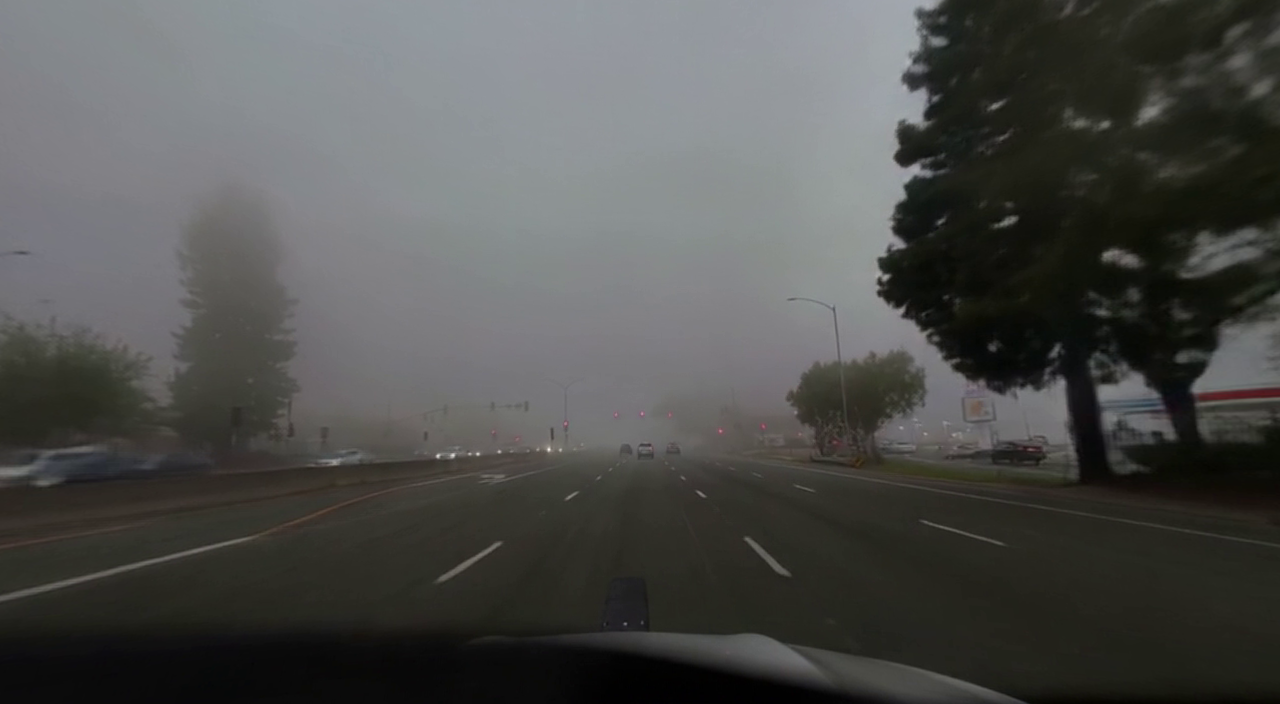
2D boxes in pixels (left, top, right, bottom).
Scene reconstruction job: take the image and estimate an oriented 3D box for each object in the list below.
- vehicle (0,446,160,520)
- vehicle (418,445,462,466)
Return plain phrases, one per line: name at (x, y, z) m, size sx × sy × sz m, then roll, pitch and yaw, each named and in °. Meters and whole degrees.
vehicle at (-14.097, 2.975, 14.808) m, size 1.951 × 1.470 × 4.673 m, roll 0°, pitch -8°, yaw 0°
vehicle at (-14.816, 7.670, 46.861) m, size 1.880 × 1.496 × 4.246 m, roll 0°, pitch -8°, yaw 0°
